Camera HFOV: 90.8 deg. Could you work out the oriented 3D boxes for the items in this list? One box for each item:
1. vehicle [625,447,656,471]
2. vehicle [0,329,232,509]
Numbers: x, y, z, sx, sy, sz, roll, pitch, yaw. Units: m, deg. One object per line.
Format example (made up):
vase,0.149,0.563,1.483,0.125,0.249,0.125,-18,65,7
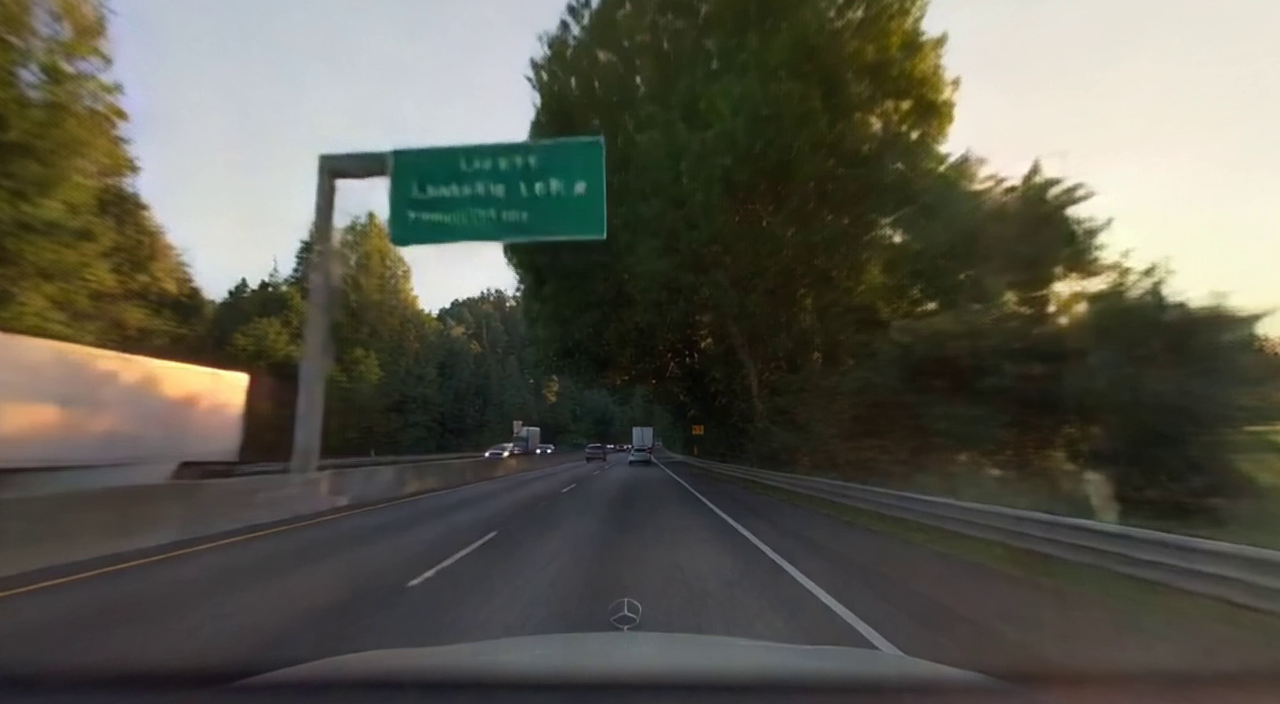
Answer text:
vehicle,0.023,6.641,39.339,1.853,1.436,3.438,0,-9,0
vehicle,-15.994,1.668,15.243,2.856,4.029,14.034,0,-9,0
